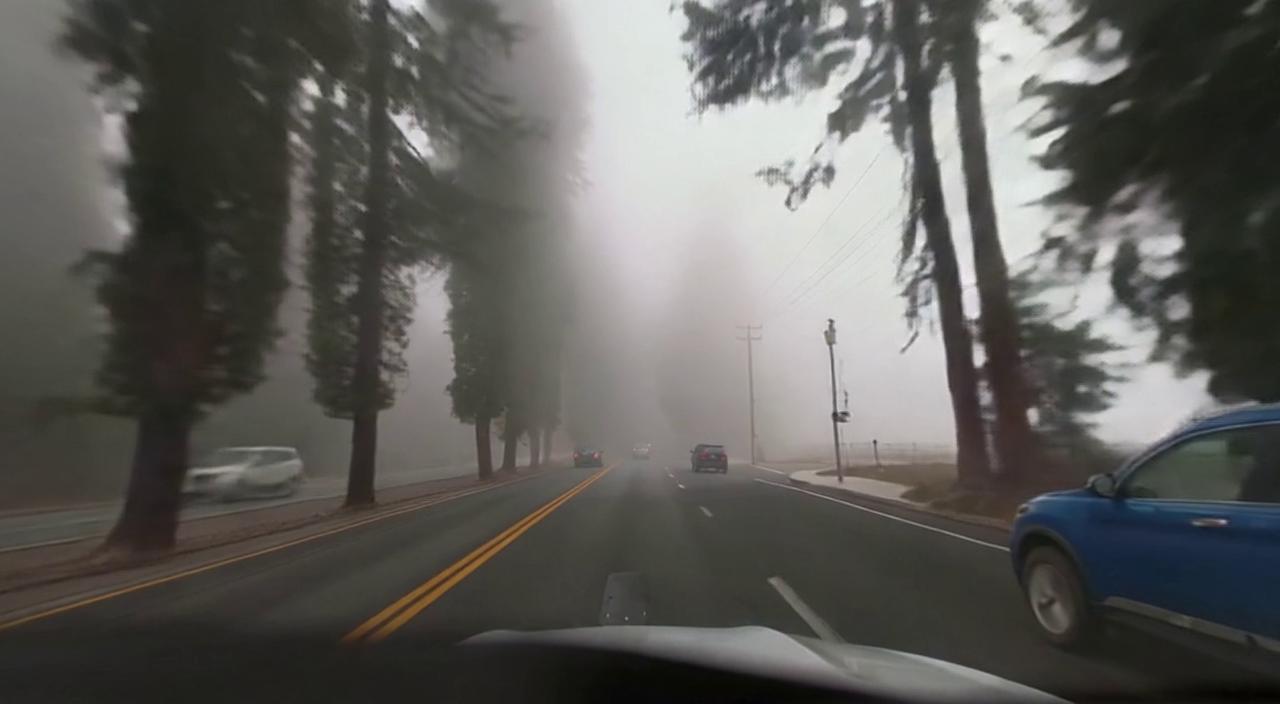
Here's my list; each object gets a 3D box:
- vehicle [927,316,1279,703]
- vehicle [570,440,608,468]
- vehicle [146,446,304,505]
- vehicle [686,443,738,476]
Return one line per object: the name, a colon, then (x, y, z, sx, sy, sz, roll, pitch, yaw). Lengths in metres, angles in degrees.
vehicle: (3.351, 0.828, 2.686, 2.182, 1.744, 4.464, 0, -9, 1)
vehicle: (-3.287, 6.703, 41.399, 2.066, 1.725, 4.241, 0, -9, 1)
vehicle: (-14.049, 4.164, 21.801, 2.168, 1.782, 4.746, 0, -9, 0)
vehicle: (3.403, 5.165, 30.491, 1.906, 1.468, 4.422, 0, -9, -1)
